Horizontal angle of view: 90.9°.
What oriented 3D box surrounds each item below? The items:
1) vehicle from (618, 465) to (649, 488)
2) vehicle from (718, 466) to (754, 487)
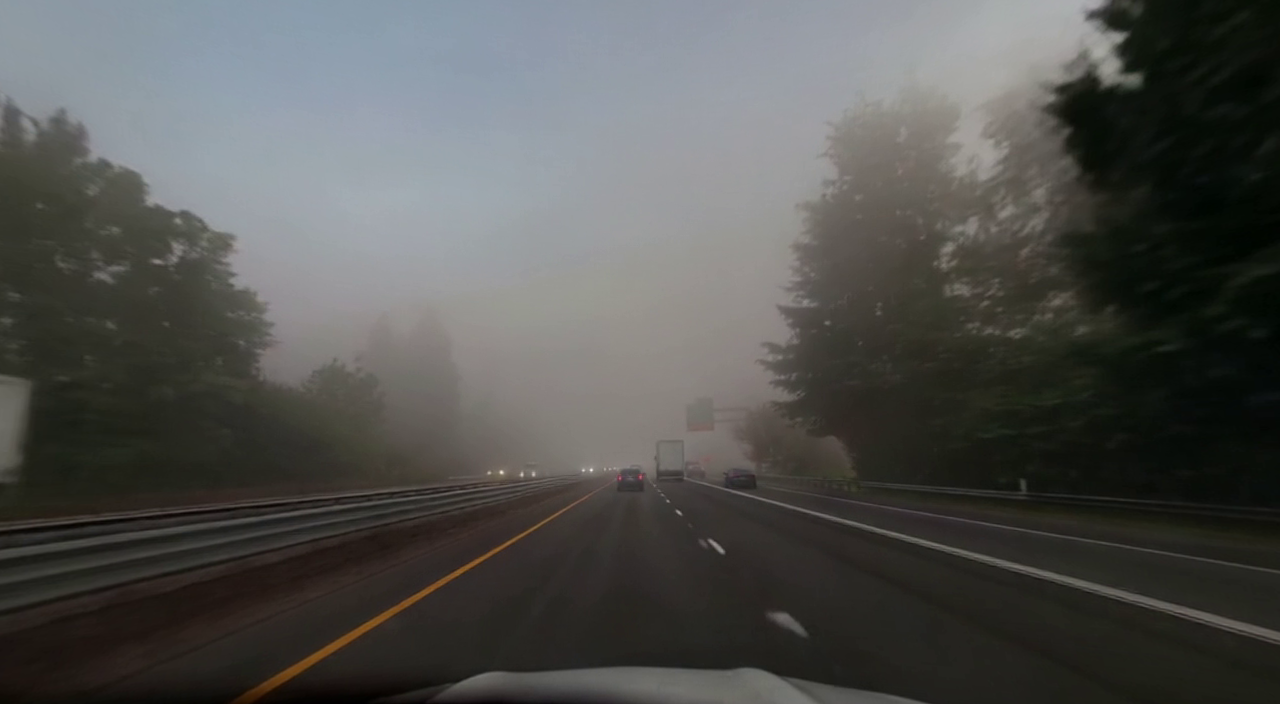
[{"bbox_3d":[-0.436,8.482,42.916,2.025,1.452,3.927,1,-10,-1],"label":"vehicle"},{"bbox_3d":[7.416,9.696,49.175,1.977,1.494,4.311,1,-10,-2],"label":"vehicle"}]
